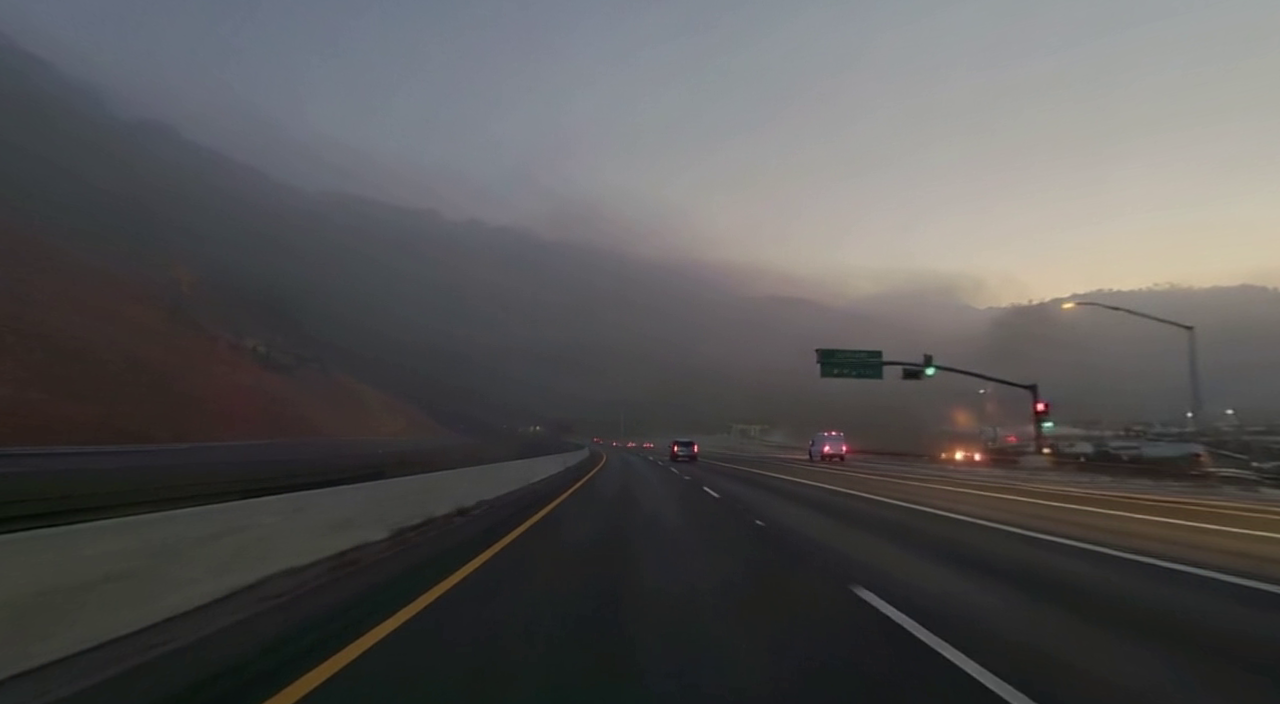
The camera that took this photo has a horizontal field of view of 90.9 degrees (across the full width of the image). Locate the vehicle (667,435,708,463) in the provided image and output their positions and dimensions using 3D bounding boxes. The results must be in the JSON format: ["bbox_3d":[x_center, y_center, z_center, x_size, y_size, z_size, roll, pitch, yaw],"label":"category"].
[{"bbox_3d":[3.202,6.697,43.650,2.210,1.815,4.571,0,-8,-3],"label":"vehicle"}]
